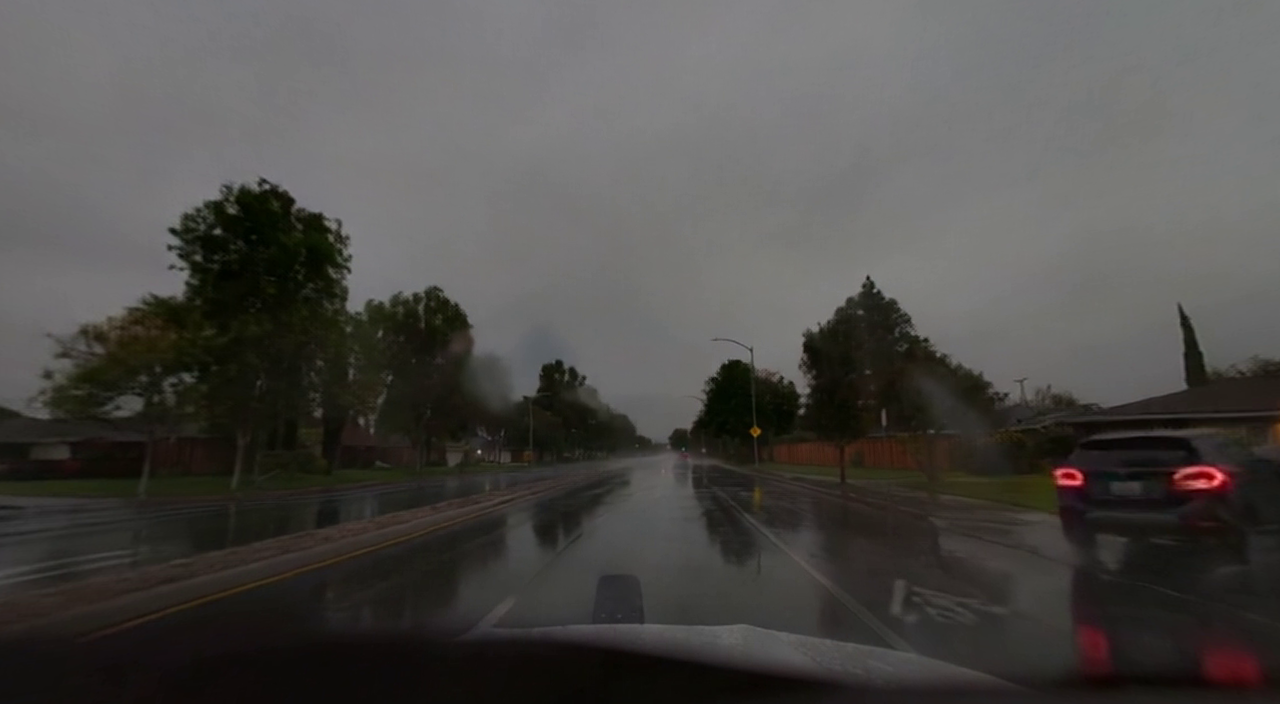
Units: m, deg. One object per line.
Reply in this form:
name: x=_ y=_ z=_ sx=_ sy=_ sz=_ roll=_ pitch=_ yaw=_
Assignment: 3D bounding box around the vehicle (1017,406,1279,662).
vehicle: x=5.404 y=1.558 z=6.460 sx=2.018 sy=1.733 sz=4.546 roll=-6 pitch=-11 yaw=37
